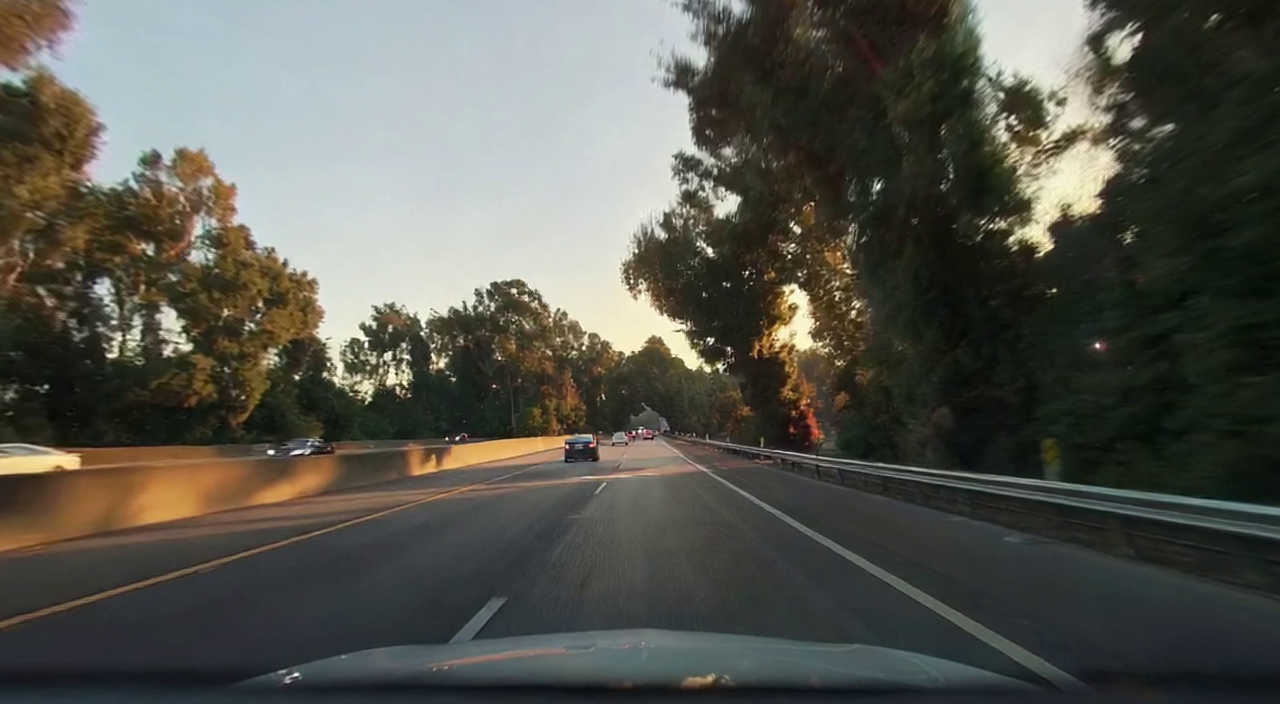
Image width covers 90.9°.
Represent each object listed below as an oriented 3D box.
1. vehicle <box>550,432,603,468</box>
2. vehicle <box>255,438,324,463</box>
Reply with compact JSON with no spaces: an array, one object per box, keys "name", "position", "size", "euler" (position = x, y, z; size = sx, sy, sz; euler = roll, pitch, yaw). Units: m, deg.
[{"name":"vehicle","position":[-2.922,4.624,29.780],"size":[2.025,1.571,3.662],"euler":[0,-9,1]},{"name":"vehicle","position":[-24.598,6.936,44.500],"size":[2.062,1.675,4.723],"euler":[-1,-9,1]}]
